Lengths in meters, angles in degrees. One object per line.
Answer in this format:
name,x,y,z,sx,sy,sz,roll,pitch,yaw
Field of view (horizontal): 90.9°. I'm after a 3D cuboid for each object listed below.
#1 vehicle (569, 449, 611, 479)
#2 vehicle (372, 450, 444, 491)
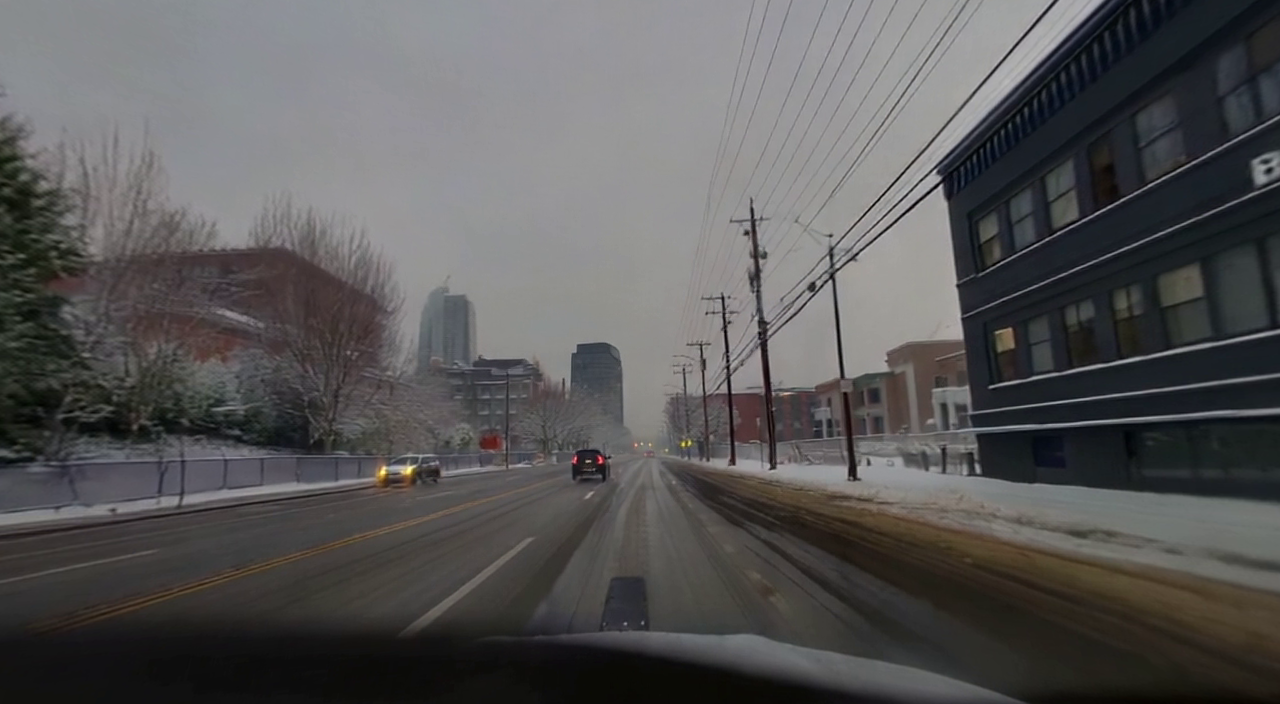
vehicle,-2.941,6.701,38.002,2.036,1.589,4.549,0,-8,1
vehicle,-11.865,6.036,32.551,2.052,1.898,4.253,0,-8,1
